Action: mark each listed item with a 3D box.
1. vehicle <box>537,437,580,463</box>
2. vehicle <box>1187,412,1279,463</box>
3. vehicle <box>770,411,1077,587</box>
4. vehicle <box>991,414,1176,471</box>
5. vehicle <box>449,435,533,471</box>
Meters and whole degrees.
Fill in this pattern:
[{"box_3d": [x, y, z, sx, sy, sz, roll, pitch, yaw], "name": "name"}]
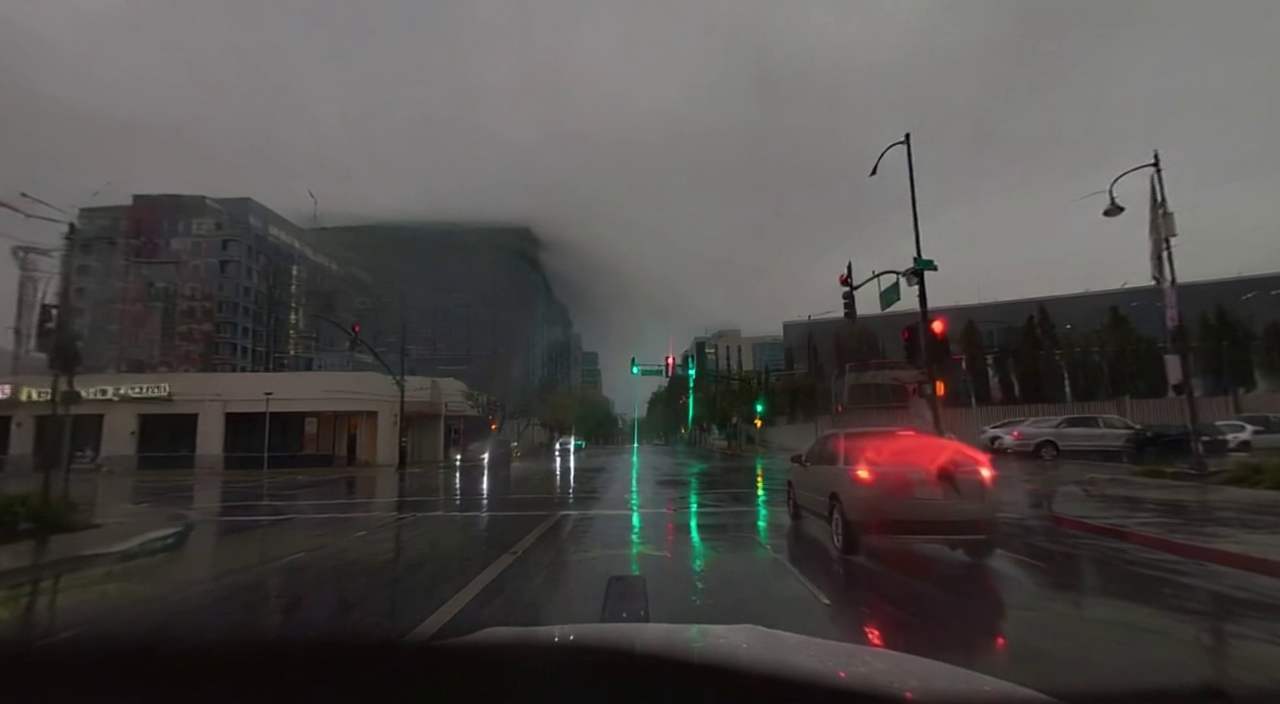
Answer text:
[{"box_3d": [-5.590, 6.805, 43.861, 2.115, 1.690, 4.322, -1, -8, 4], "name": "vehicle"}, {"box_3d": [21.522, 2.913, 21.424, 4.095, 1.640, 1.848, 0, -8, 0], "name": "vehicle"}, {"box_3d": [2.965, 1.612, 7.679, 1.947, 1.576, 3.825, 0, -8, 0], "name": "vehicle"}, {"box_3d": [14.631, 3.014, 21.023, 4.611, 1.778, 1.939, 0, -8, 0], "name": "vehicle"}, {"box_3d": [-7.676, 5.231, 32.932, 1.972, 1.693, 4.516, -4, -9, 22], "name": "vehicle"}]
